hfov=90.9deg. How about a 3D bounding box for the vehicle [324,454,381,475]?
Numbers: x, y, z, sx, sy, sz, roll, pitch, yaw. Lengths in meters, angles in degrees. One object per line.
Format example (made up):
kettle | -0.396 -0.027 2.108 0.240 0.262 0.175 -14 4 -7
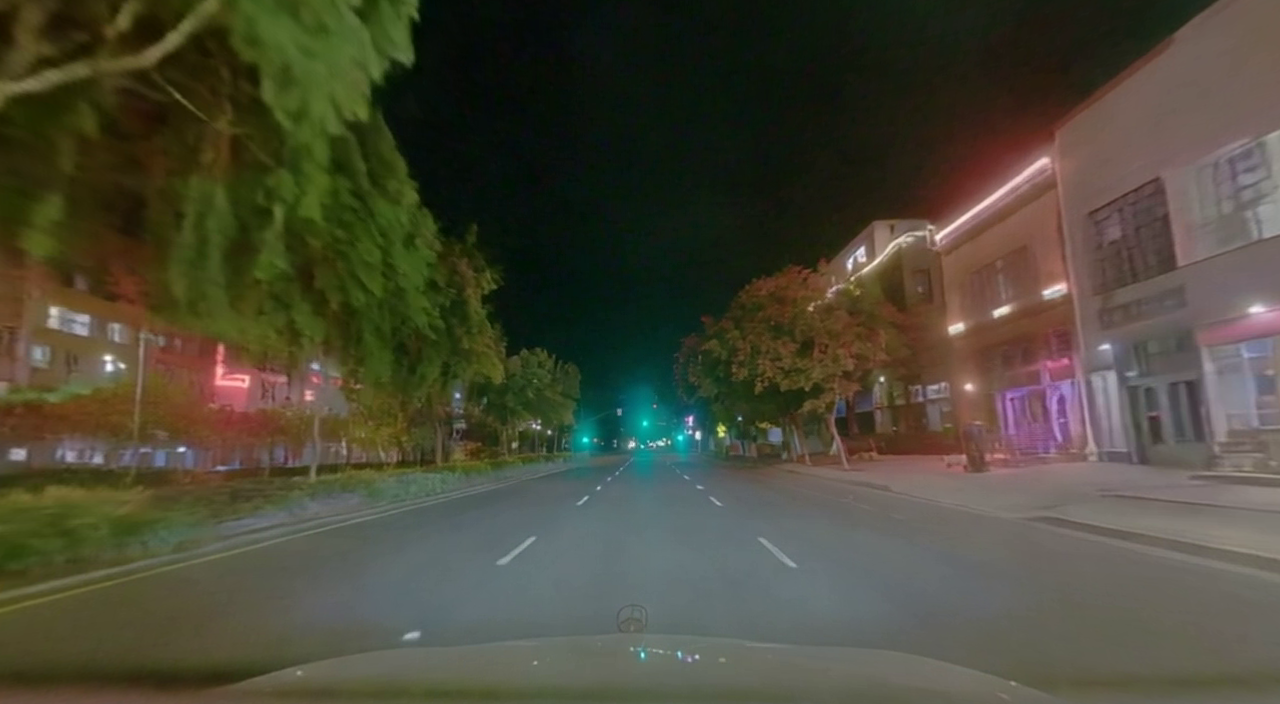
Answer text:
vehicle | -22.099 8.646 48.653 2.135 1.467 4.653 -1 -8 2
